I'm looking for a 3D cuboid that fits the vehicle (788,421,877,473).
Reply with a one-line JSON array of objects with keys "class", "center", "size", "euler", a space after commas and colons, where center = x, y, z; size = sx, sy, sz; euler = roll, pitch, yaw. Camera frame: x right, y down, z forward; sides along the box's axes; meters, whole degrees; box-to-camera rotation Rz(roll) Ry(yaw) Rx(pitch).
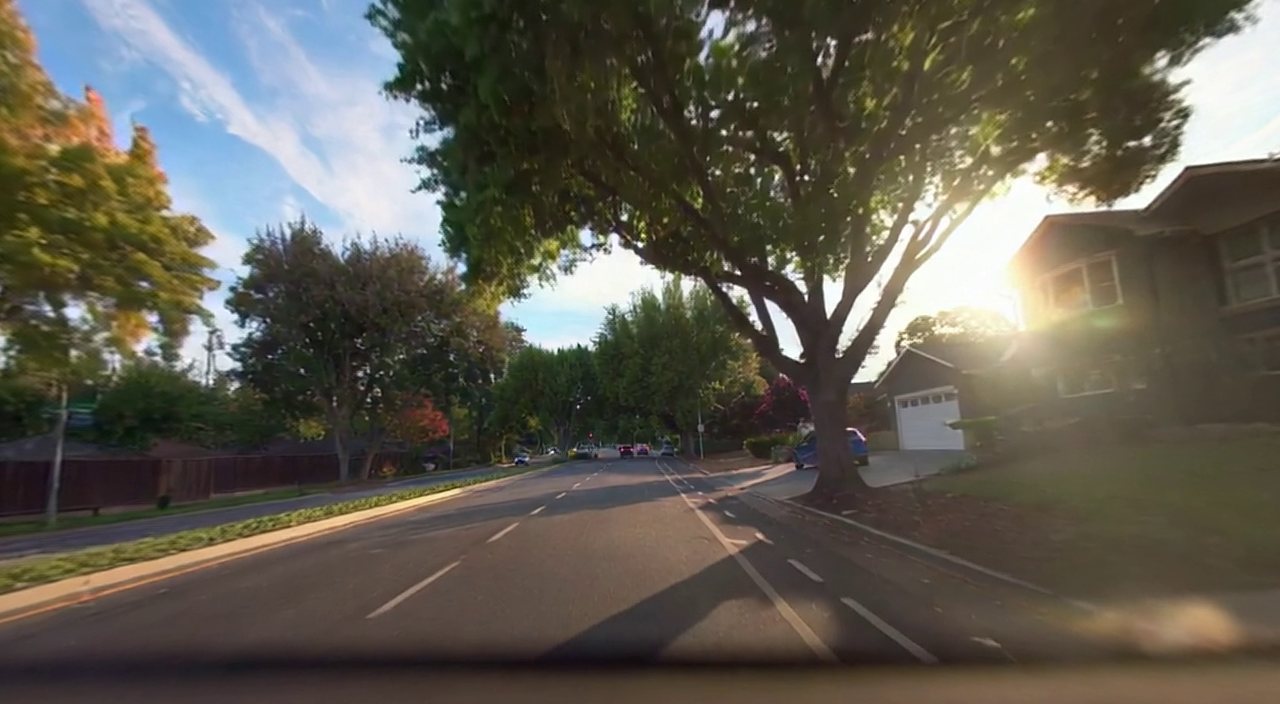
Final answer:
[{"class": "vehicle", "center": [8.047, 4.086, 26.971], "size": [2.051, 1.801, 4.785], "euler": [-5, -9, -2]}]
